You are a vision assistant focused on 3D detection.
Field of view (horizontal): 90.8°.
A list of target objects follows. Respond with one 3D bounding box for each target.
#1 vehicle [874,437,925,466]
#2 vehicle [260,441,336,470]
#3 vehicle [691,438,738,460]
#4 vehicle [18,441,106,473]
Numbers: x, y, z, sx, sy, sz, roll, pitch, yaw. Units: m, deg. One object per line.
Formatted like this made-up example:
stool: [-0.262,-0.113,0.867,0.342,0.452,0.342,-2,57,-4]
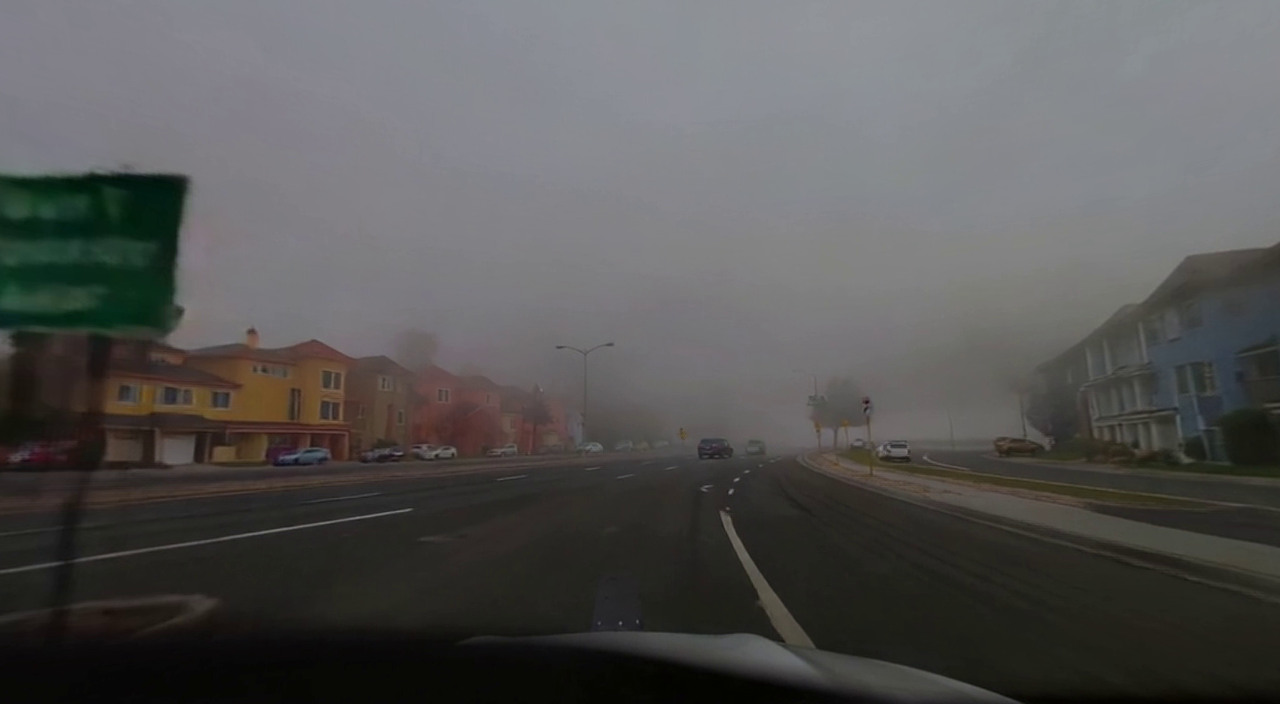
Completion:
vehicle: [16.459,6.383,40.308,1.988,1.487,4.479,-3,-13,10]
vehicle: [-24.561,7.520,45.603,1.958,1.708,4.611,-7,-15,18]
vehicle: [5.356,6.846,44.591,2.081,1.489,4.863,-4,-9,21]
vehicle: [-33.819,6.127,36.964,4.418,1.746,1.925,-4,-9,22]
